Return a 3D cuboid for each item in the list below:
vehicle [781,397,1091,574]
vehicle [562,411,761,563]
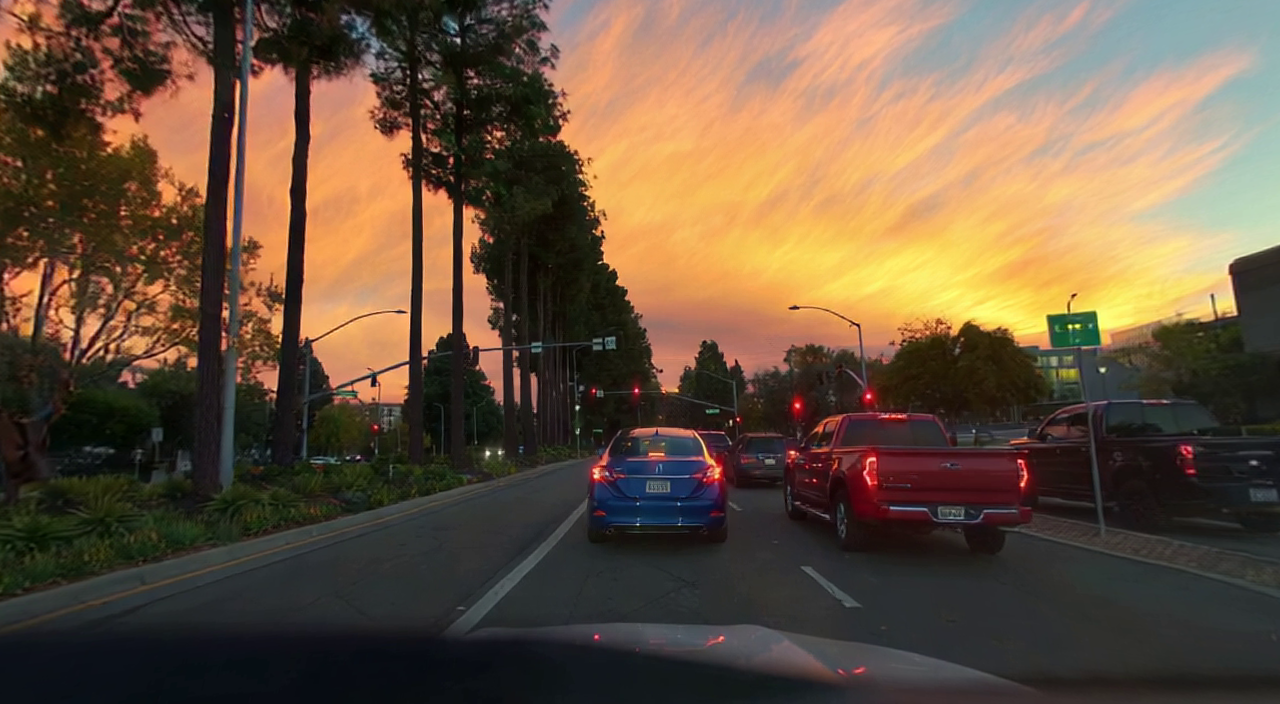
[{"bbox_3d":[3.392,1.628,8.400,2.099,1.725,4.290,0,-8,1],"label":"vehicle"},{"bbox_3d":[0.242,1.776,8.966,2.168,1.641,4.039,0,-8,0],"label":"vehicle"}]
